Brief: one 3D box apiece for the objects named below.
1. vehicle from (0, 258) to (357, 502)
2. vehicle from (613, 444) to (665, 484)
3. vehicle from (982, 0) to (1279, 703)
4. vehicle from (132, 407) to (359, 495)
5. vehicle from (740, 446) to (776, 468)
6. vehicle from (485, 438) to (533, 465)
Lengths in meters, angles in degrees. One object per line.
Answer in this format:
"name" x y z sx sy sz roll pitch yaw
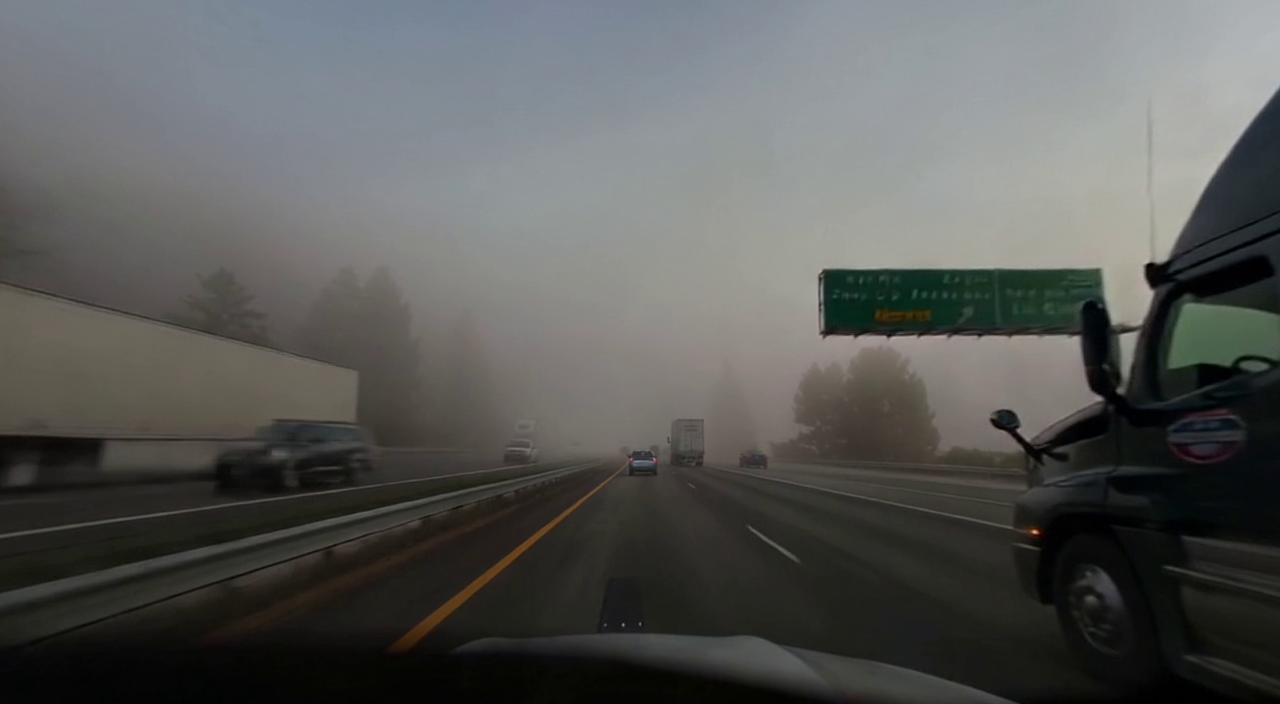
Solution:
"vehicle" -12.094 1.378 16.261 2.911 4.015 14.235 0 -9 0
"vehicle" -0.047 4.839 27.545 2.111 1.599 3.859 0 -9 0
"vehicle" 3.754 -0.007 0.615 2.975 2.936 6.573 0 -9 -1
"vehicle" -7.984 2.095 13.385 2.003 1.558 4.213 0 -9 1
"vehicle" 9.212 8.215 49.409 1.902 1.652 3.995 0 -9 -2
"vehicle" -8.027 6.157 39.094 1.948 1.580 4.373 0 -9 1
